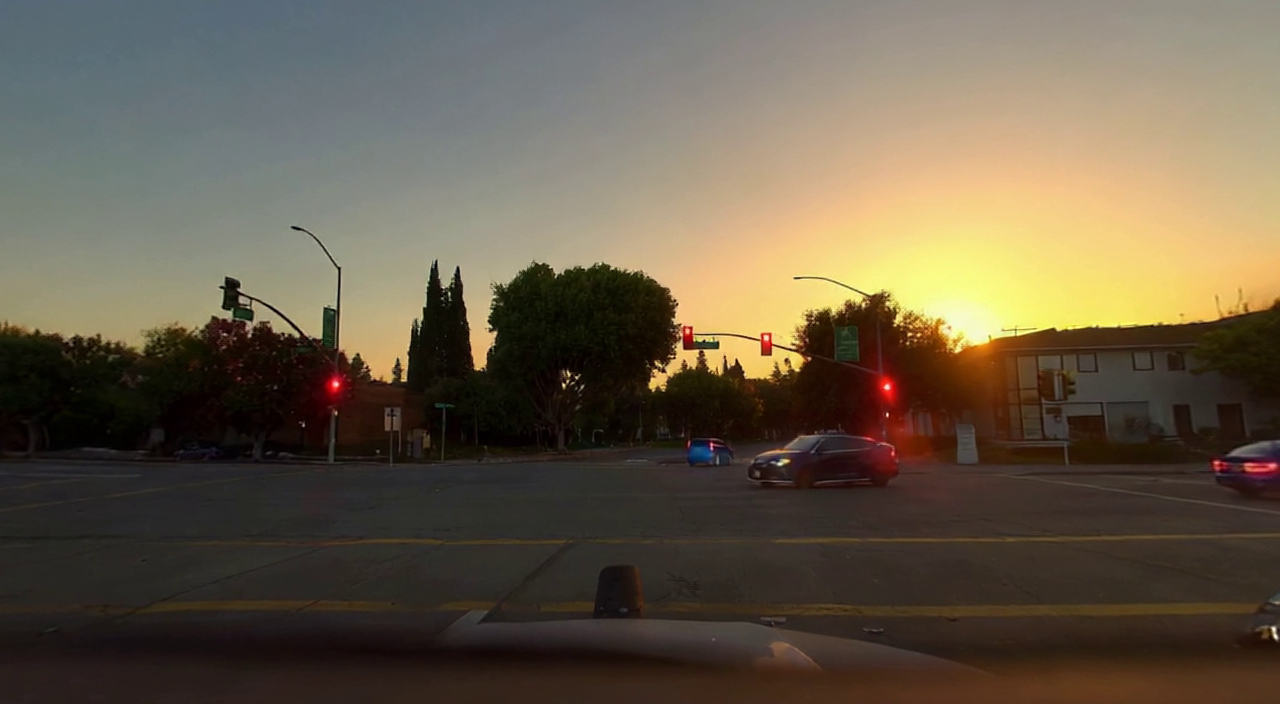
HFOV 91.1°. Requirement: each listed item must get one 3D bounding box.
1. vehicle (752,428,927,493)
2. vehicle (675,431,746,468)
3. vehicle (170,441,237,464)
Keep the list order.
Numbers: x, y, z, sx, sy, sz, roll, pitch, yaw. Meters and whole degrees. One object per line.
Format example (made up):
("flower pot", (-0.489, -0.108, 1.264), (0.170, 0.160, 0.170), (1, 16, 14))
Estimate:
("vehicle", (5.996, 3.254, 19.119), (4.580, 1.768, 2.134), (2, -9, -15))
("vehicle", (3.760, 5.100, 32.933), (1.994, 1.753, 4.346), (-5, -10, 31))
("vehicle", (-29.139, 6.690, 42.021), (1.696, 1.431, 3.686), (0, -8, 3))
